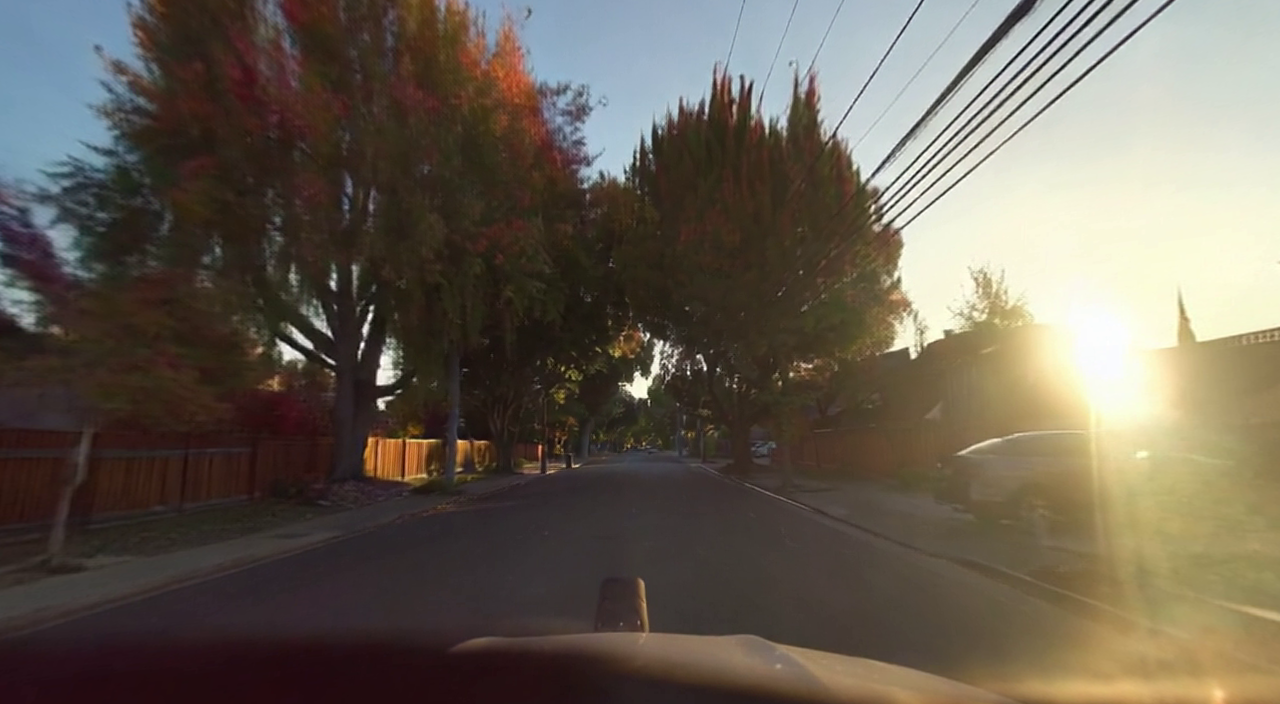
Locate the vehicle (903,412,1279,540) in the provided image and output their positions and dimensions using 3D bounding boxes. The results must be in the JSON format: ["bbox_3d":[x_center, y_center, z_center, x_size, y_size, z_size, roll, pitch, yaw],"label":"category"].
[{"bbox_3d":[7.225,1.977,10.423,4.806,1.851,2.050,0,-9,3],"label":"vehicle"}]
